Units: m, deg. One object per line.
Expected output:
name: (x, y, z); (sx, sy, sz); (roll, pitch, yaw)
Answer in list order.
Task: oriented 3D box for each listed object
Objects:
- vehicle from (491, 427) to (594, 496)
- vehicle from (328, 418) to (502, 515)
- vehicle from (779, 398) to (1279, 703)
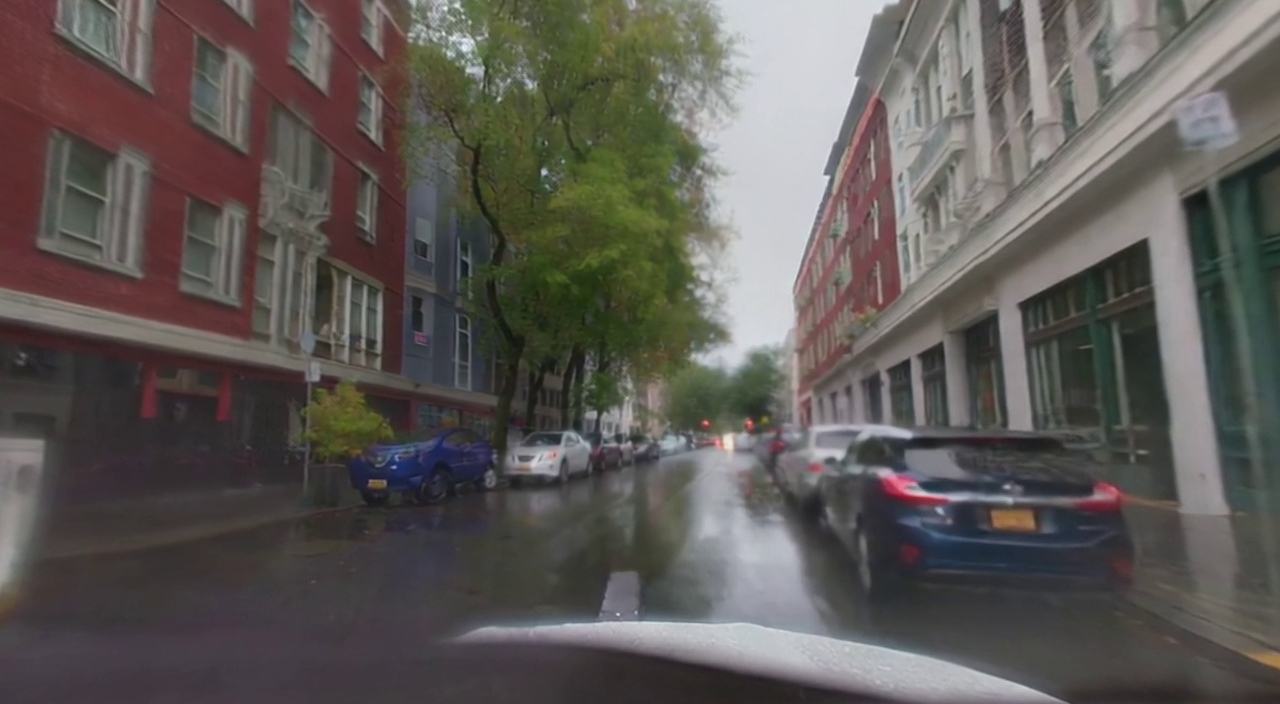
vehicle: (-2.705, 3.081, 18.387); (1.867, 1.519, 3.920); (1, -4, 8)
vehicle: (-4.088, 2.095, 11.993); (1.875, 1.564, 2.982); (-1, -8, 8)
vehicle: (2.327, 1.271, 5.296); (1.925, 1.481, 4.653); (-1, -8, 9)
